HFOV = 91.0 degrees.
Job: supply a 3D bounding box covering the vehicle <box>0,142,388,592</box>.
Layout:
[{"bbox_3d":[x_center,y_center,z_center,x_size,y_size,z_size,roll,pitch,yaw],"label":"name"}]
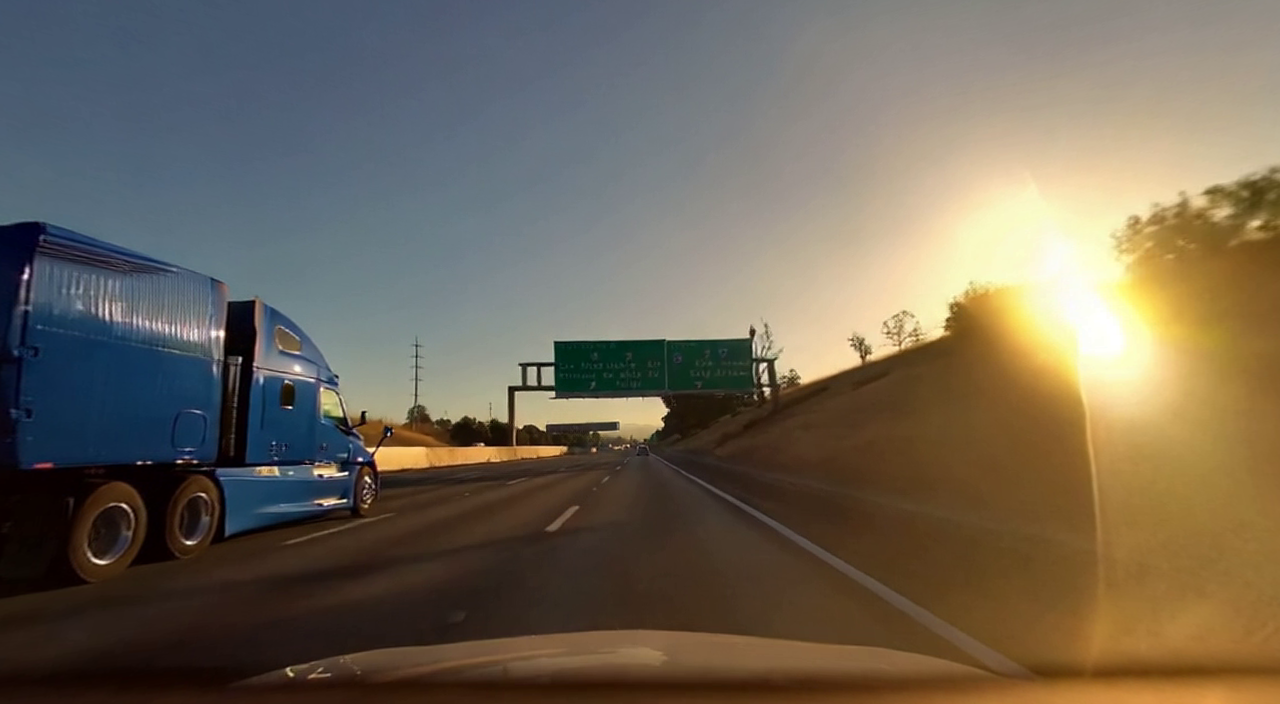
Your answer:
[{"bbox_3d":[-7.081,0.652,9.086,2.996,3.947,8.600,0,-9,2],"label":"vehicle"}]
